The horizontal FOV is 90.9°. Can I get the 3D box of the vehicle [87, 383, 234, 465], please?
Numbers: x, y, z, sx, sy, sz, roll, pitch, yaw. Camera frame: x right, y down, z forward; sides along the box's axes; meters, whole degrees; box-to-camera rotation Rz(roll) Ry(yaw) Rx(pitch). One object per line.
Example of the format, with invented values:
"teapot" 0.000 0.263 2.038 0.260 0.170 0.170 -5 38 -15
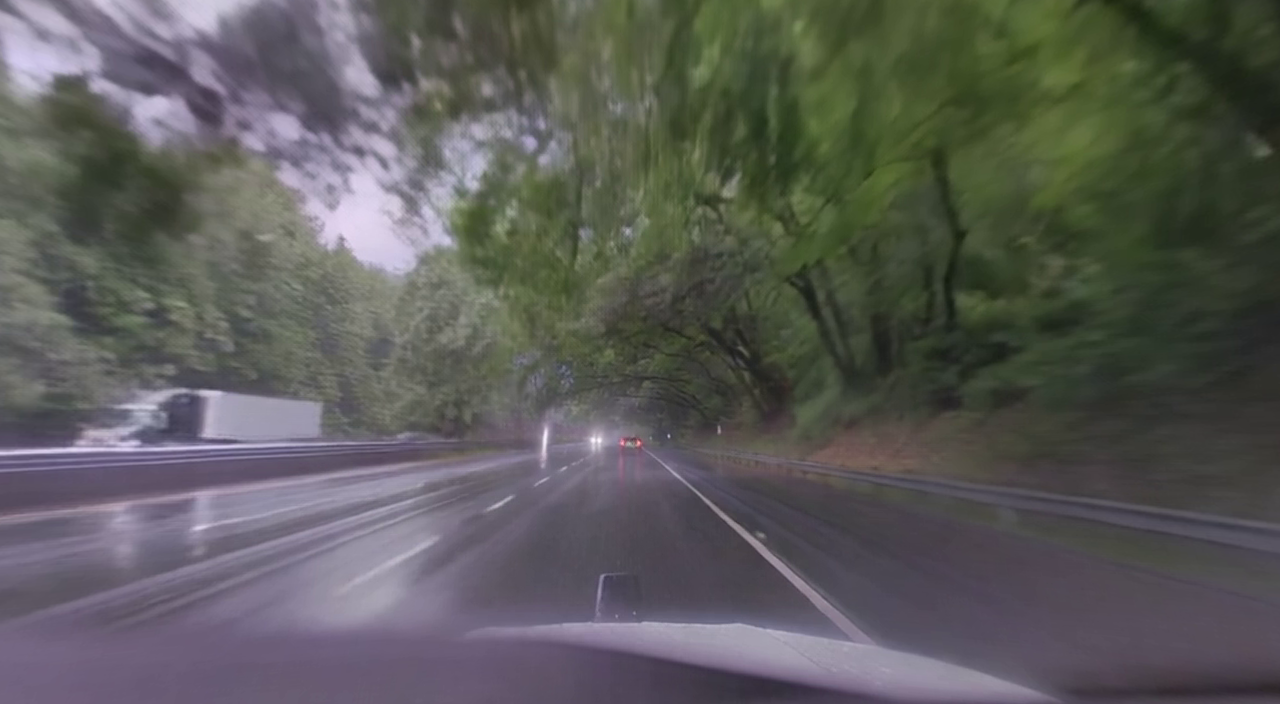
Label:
"vehicle" -25.023 3.841 33.362 3.013 3.897 6.007 0 -8 -2
